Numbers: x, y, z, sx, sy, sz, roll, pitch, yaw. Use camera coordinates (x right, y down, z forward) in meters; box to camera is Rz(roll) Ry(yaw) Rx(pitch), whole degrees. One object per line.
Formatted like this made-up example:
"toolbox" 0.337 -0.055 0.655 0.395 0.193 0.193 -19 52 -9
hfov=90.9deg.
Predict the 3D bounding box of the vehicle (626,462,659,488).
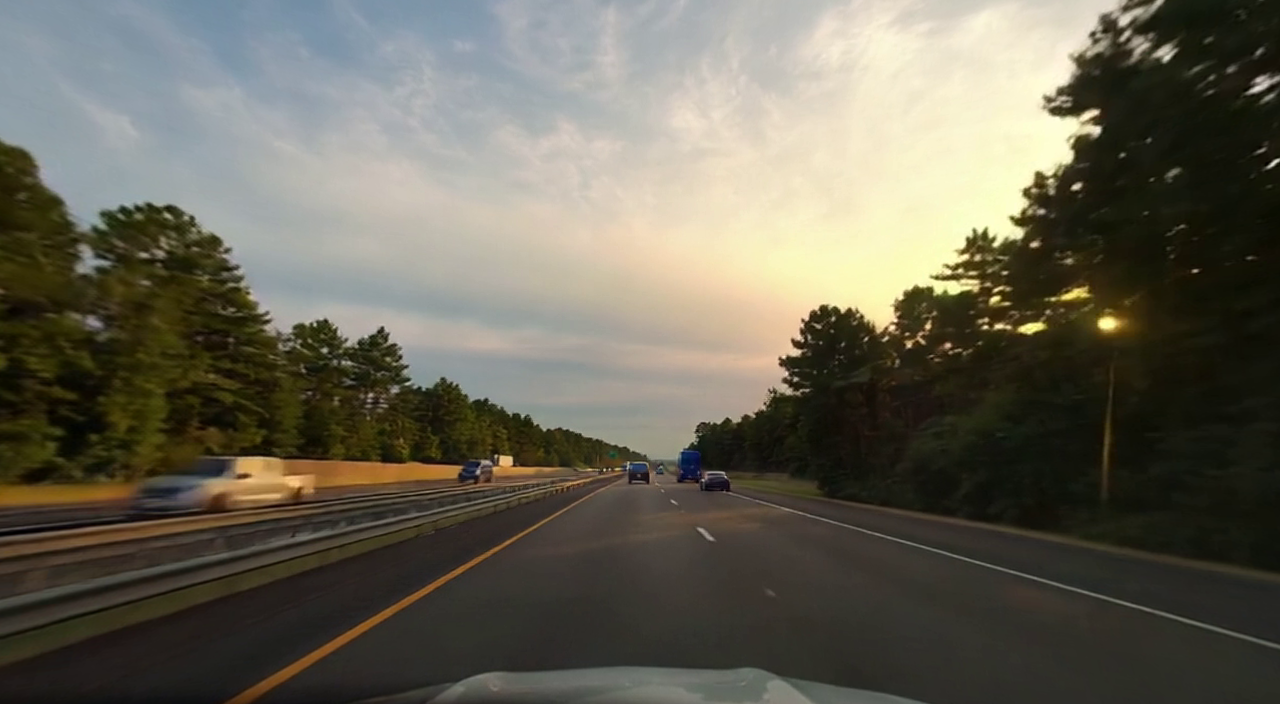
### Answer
"vehicle" 0.178 8.730 44.850 2.212 1.717 4.452 0 -10 1

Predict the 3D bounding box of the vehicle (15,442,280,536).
"vehicle" -9.690 2.748 12.997 1.960 1.578 4.296 1 -10 -1

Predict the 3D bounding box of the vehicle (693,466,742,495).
"vehicle" 4.383 7.405 36.523 2.073 1.532 4.969 1 -10 -1
